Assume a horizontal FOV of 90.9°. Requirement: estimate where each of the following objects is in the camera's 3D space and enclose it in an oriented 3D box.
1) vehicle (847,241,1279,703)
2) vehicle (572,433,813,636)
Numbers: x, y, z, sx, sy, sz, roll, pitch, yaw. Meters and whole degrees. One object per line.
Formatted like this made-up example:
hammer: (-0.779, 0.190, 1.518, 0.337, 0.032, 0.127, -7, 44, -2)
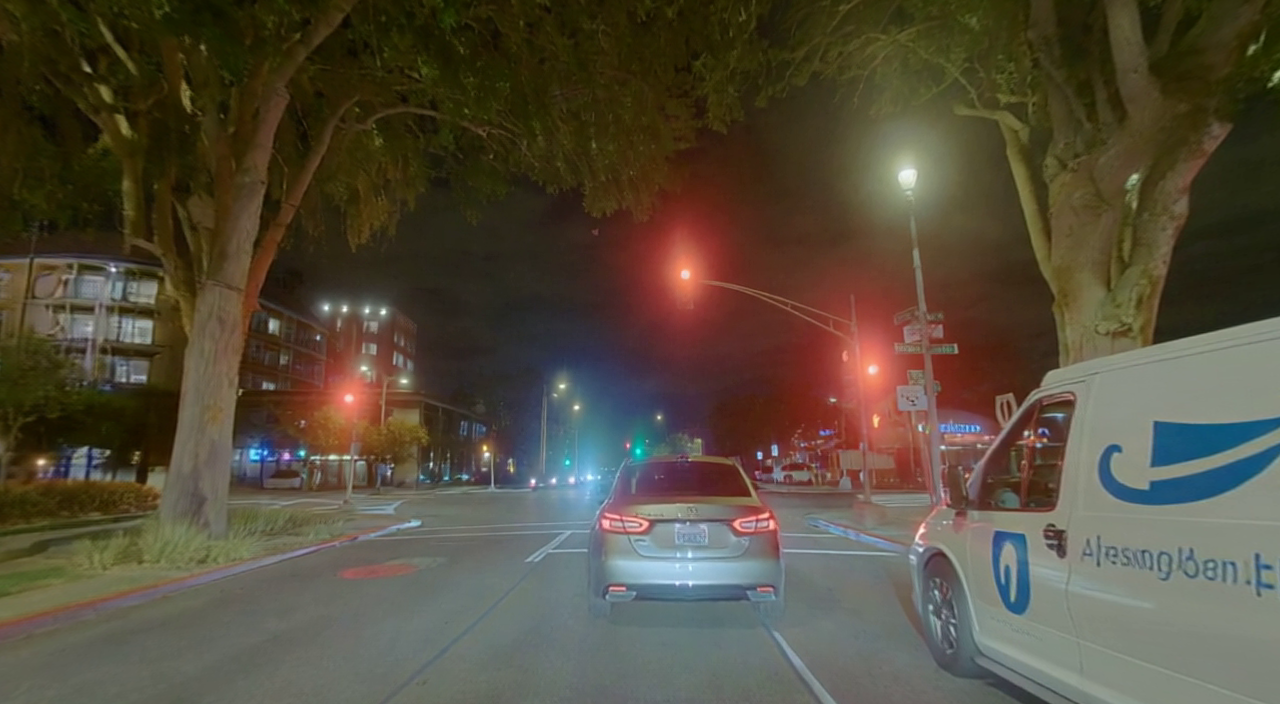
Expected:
vehicle: (2.856, 0.879, 2.831, 2.054, 1.965, 5.248, 1, -11, 0)
vehicle: (0.367, 1.832, 7.027, 1.961, 1.629, 3.610, 1, -11, -2)
